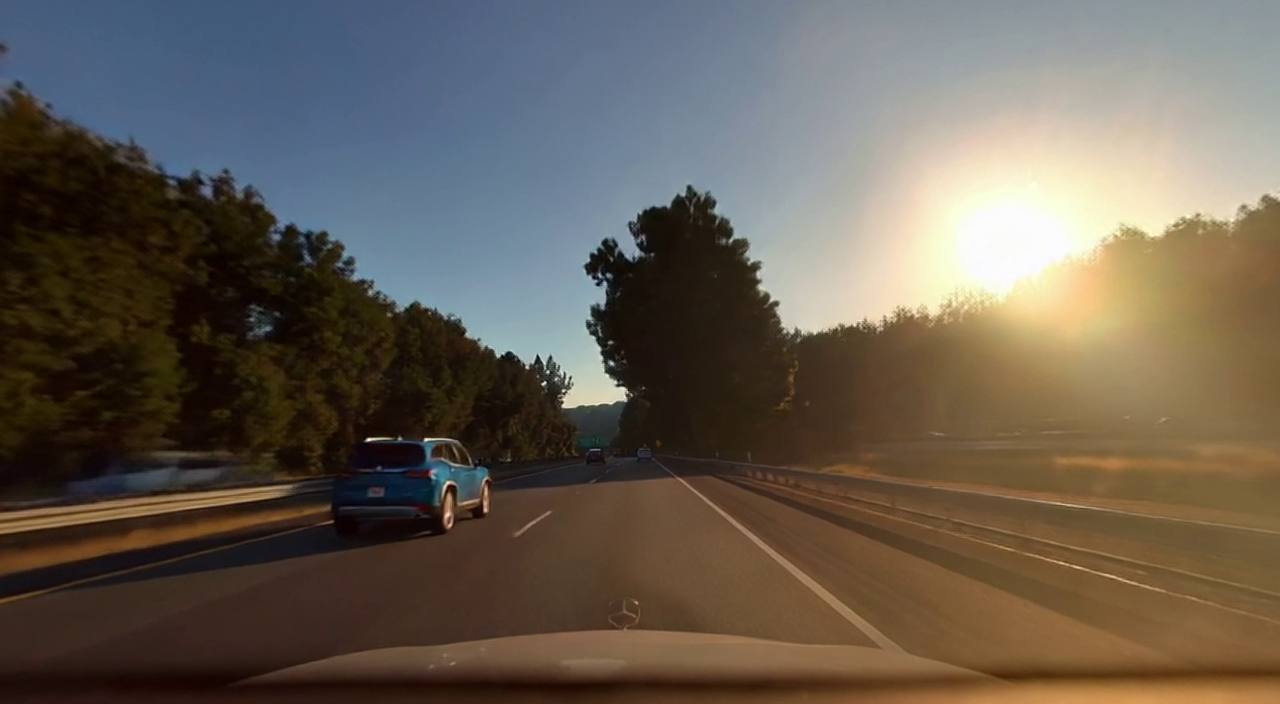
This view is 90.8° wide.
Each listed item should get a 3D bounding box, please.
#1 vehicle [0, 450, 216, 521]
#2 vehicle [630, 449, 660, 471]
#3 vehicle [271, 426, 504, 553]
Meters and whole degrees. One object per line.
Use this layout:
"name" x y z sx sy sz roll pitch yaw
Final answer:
"vehicle" -12.585 3.128 15.291 1.888 1.459 3.843 0 -9 0
"vehicle" 0.301 7.729 45.216 2.046 1.452 4.407 0 -9 0
"vehicle" -3.814 2.140 10.534 2.100 1.667 4.223 0 -9 0
